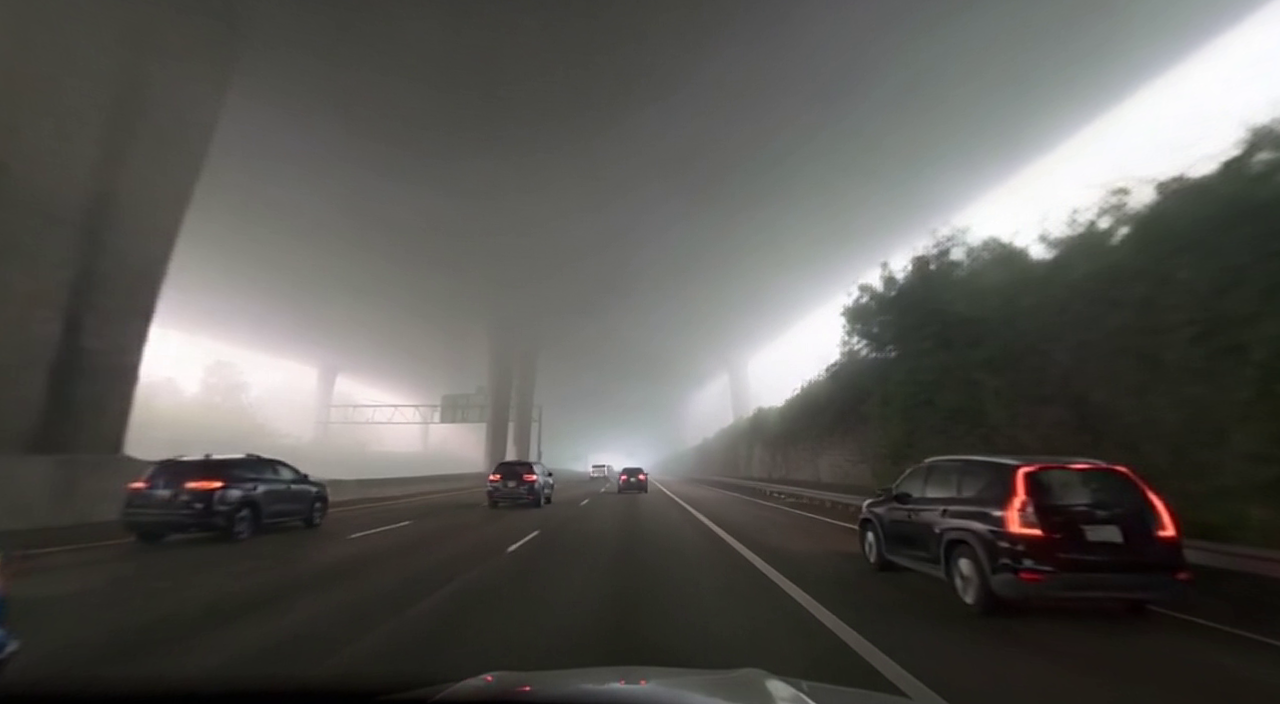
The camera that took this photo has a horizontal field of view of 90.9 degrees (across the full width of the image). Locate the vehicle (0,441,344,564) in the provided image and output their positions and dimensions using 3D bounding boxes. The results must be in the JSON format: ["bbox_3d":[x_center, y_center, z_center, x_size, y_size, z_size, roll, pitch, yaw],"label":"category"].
[{"bbox_3d":[-7.229,2.398,10.600,2.142,1.545,4.708,1,-11,0],"label":"vehicle"}]

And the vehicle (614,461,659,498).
[{"bbox_3d":[-0.180,6.052,29.960,1.992,1.601,3.762,1,-11,0],"label":"vehicle"}]

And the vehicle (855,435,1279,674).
[{"bbox_3d":[3.888,1.739,6.296,1.992,1.557,4.017,1,-11,-1],"label":"vehicle"}]

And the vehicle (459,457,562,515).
[{"bbox_3d":[-3.801,4.072,19.421,2.102,1.521,4.687,1,-11,1],"label":"vehicle"}]
